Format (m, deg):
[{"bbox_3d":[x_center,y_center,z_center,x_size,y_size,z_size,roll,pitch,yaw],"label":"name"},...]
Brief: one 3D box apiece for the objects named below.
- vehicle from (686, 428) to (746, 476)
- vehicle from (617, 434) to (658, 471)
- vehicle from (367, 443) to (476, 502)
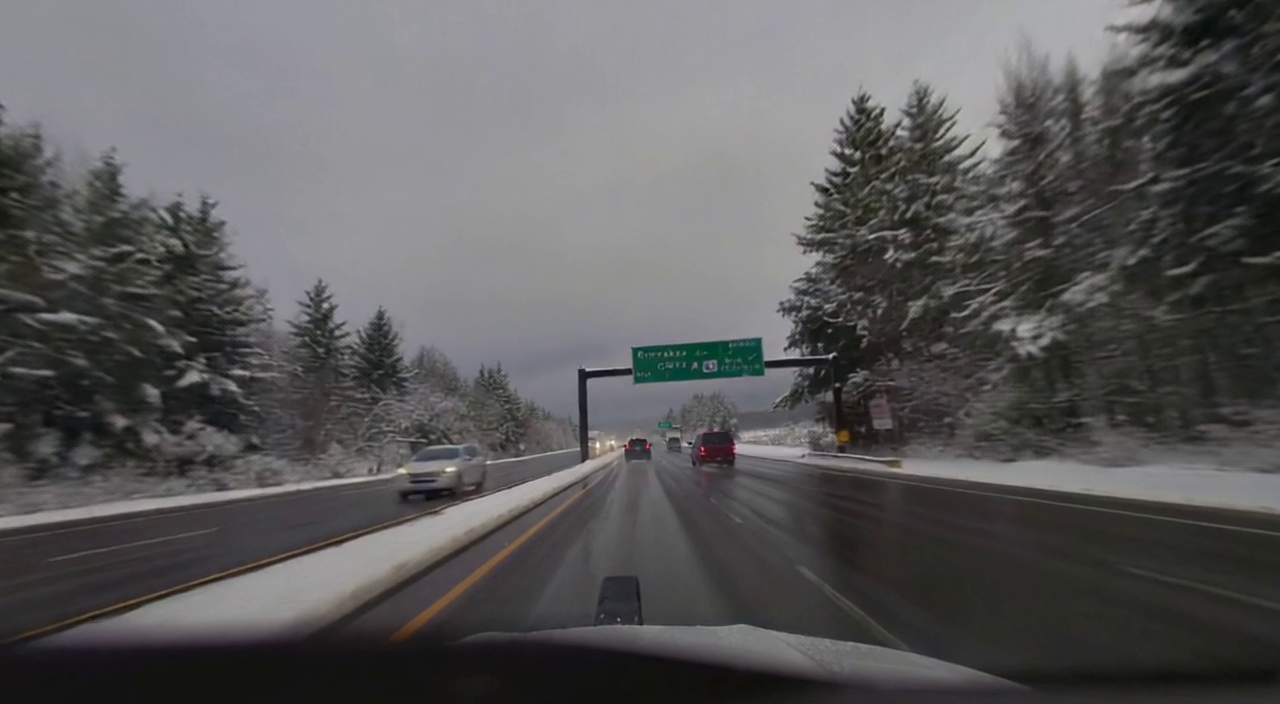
[{"bbox_3d":[3.366,4.547,28.796,1.981,1.984,4.623,0,-9,-2],"label":"vehicle"},{"bbox_3d":[-0.156,5.713,35.760,2.192,1.912,4.524,0,-9,0],"label":"vehicle"},{"bbox_3d":[-6.959,3.855,20.565,2.046,1.696,4.276,0,-9,0],"label":"vehicle"}]
